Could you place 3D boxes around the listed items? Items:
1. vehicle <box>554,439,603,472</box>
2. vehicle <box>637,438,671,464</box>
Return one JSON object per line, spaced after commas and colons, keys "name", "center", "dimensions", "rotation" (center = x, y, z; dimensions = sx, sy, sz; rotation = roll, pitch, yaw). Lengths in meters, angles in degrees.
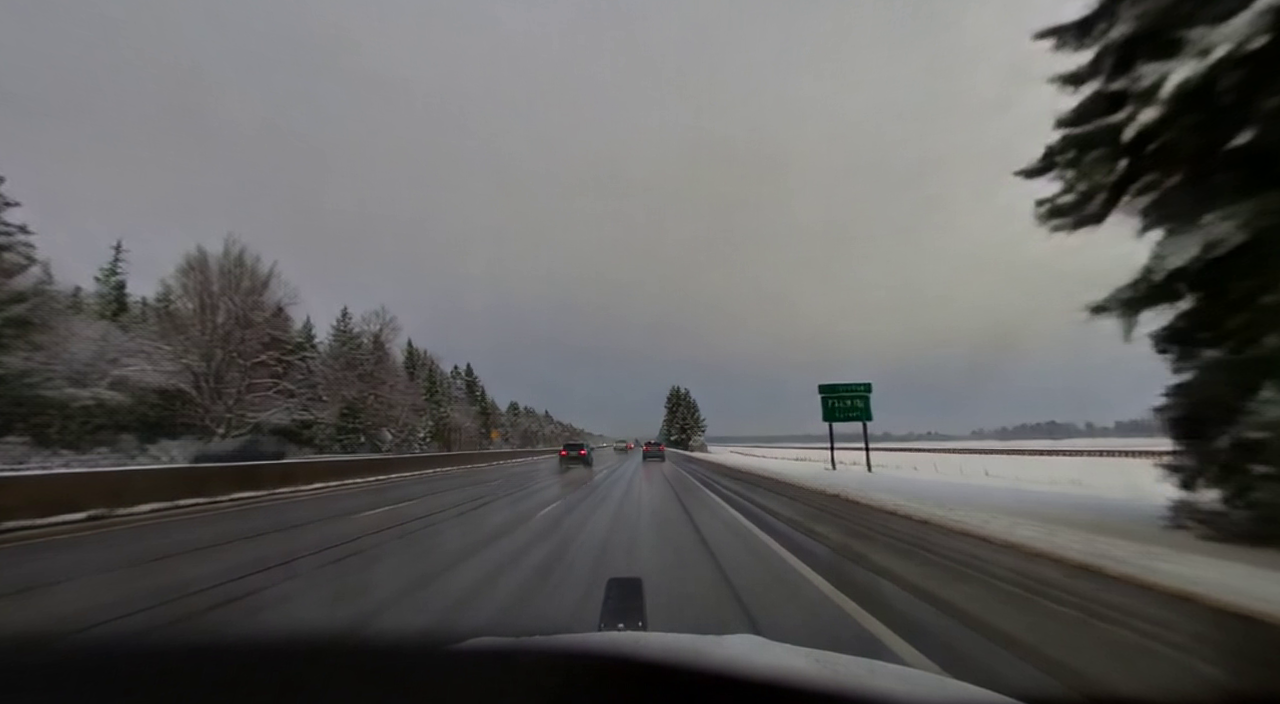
{"name": "vehicle", "center": [-3.224, 5.509, 33.954], "dimensions": [2.028, 1.634, 4.441], "rotation": [-1, -8, 2]}
{"name": "vehicle", "center": [0.950, 6.895, 43.969], "dimensions": [2.259, 1.697, 4.106], "rotation": [0, -8, 1]}
